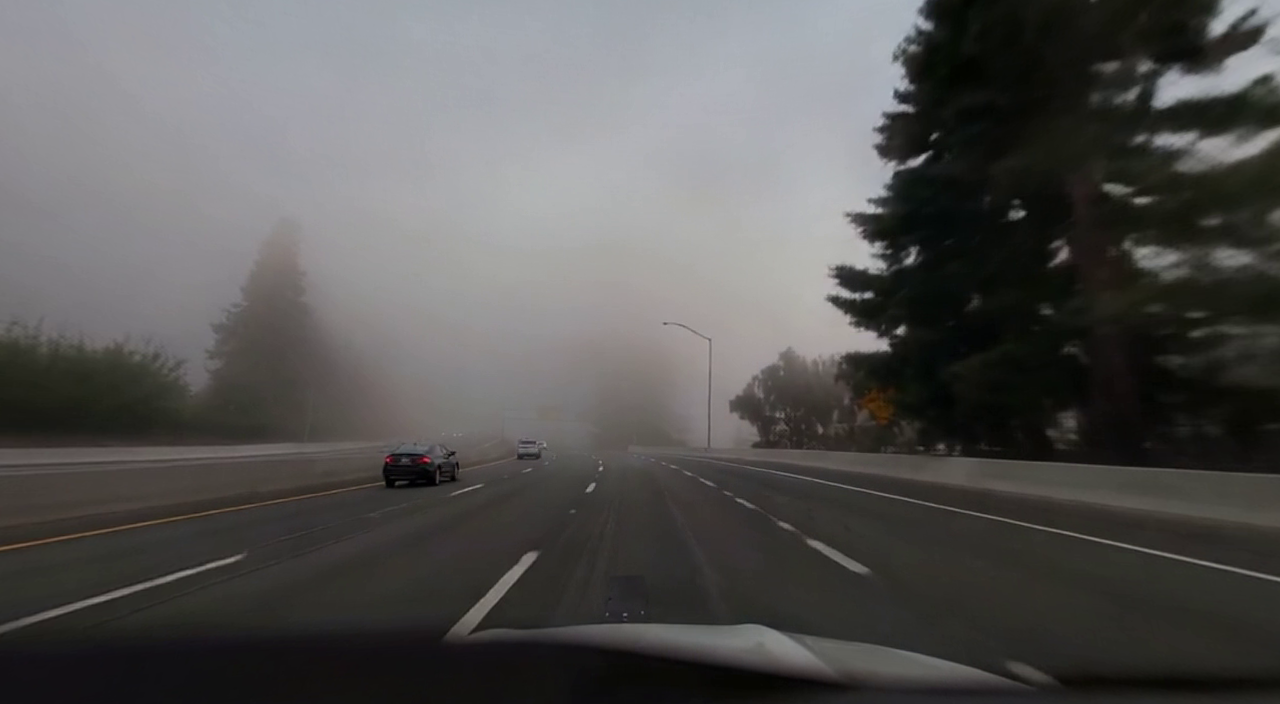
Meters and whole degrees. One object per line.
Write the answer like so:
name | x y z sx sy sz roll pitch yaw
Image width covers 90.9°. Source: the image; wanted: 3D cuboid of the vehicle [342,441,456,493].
vehicle | -7.655 3.662 20.599 2.025 1.494 4.495 0 -8 -1
